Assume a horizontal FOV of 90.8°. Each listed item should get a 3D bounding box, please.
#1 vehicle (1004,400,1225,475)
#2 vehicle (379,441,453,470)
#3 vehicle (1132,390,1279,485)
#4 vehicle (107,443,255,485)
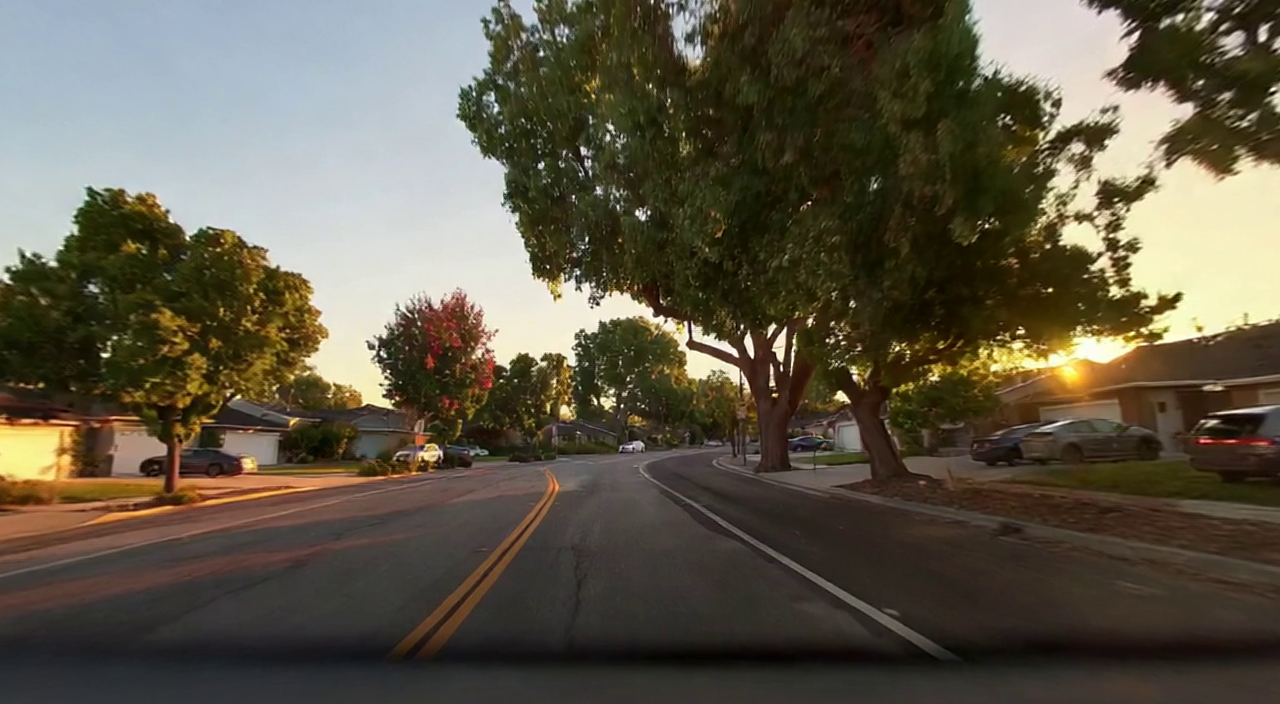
[{"bbox_3d":[14.140,2.642,19.174,4.733,1.848,1.997,-5,-10,11],"label":"vehicle"},{"bbox_3d":[-16.114,7.477,45.896,2.418,1.969,6.615,-1,-8,6],"label":"vehicle"},{"bbox_3d":[15.608,1.915,14.574,6.117,2.005,2.230,-4,-9,13],"label":"vehicle"},{"bbox_3d":[-21.535,5.250,29.860,5.166,1.847,2.049,1,-8,-6],"label":"vehicle"}]
